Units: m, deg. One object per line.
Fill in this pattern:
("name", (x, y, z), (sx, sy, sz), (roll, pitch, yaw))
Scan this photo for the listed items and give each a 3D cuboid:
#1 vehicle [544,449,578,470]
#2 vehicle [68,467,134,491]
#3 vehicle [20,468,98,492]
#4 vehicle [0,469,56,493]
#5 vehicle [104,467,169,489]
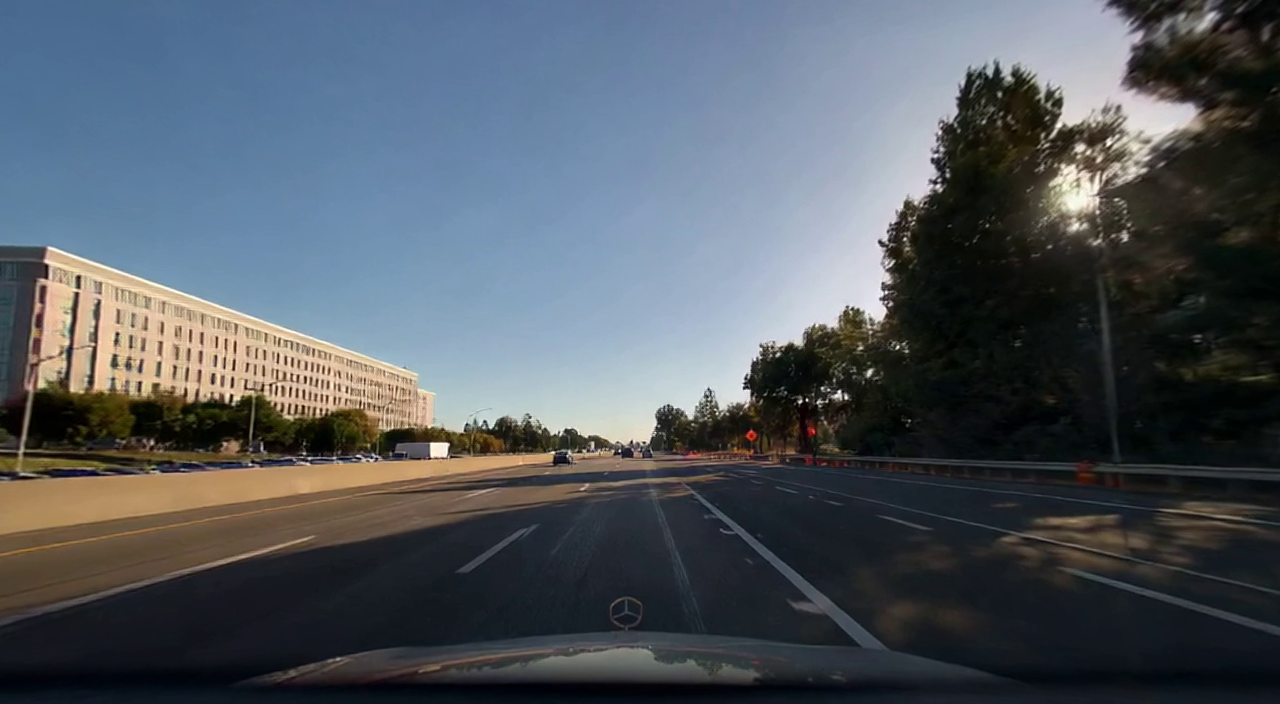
("vehicle", (-6.144, 8.408, 49.537), (2.034, 1.539, 4.419), (0, -9, 1))
("vehicle", (-39.951, 9.415, 46.699), (3.623, 1.465, 1.725), (-5, -9, 11))
("vehicle", (-40.603, 8.939, 44.003), (4.033, 1.451, 1.834), (-4, -9, 10))
("vehicle", (-40.982, 8.460, 41.381), (3.676, 1.466, 1.819), (-2, -9, 12))
("vehicle", (-39.397, 9.865, 49.273), (4.005, 1.443, 1.819), (-5, -9, 14))
